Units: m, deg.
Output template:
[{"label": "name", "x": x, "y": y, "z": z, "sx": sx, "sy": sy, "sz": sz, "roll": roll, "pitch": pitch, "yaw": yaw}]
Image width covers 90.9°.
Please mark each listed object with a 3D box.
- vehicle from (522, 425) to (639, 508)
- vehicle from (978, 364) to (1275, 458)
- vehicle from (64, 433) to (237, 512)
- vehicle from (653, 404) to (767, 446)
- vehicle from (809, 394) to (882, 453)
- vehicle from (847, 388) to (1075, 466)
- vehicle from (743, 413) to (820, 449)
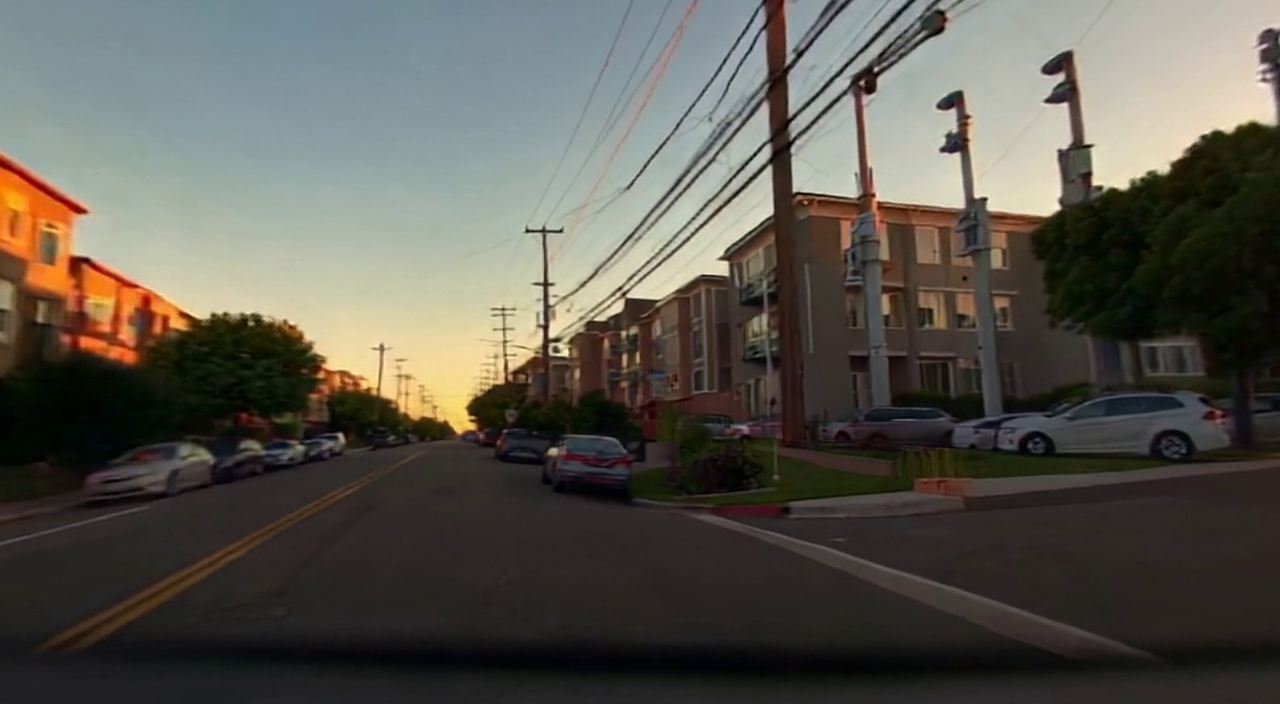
[{"label": "vehicle", "x": -1.509, "y": 2.528, "z": 14.445, "sx": 1.914, "sy": 1.591, "sz": 3.892, "roll": 2, "pitch": -8, "yaw": -17}, {"label": "vehicle", "x": 11.932, "y": 1.614, "z": 15.950, "sx": 5.514, "sy": 1.976, "sz": 2.153, "roll": -7, "pitch": -11, "yaw": 40}, {"label": "vehicle", "x": -12.042, "y": 2.918, "z": 15.931, "sx": 1.913, "sy": 1.672, "sz": 4.267, "roll": 2, "pitch": -8, "yaw": -16}, {"label": "vehicle", "x": 3.255, "y": 3.641, "z": 30.783, "sx": 2.152, "sy": 1.875, "sz": 5.778, "roll": 6, "pitch": -10, "yaw": -35}, {"label": "vehicle", "x": 6.788, "y": 2.408, "z": 20.712, "sx": 2.003, "sy": 1.695, "sz": 4.195, "roll": -3, "pitch": -9, "yaw": 19}, {"label": "vehicle", "x": 7.870, "y": 1.932, "z": 15.828, "sx": 4.648, "sy": 1.659, "sz": 1.897, "roll": -8, "pitch": -11, "yaw": 43}, {"label": "vehicle", "x": 7.035, "y": 3.931, "z": 31.696, "sx": 1.754, "sy": 1.559, "sz": 3.567, "roll": 3, "pitch": -5, "yaw": -32}]
